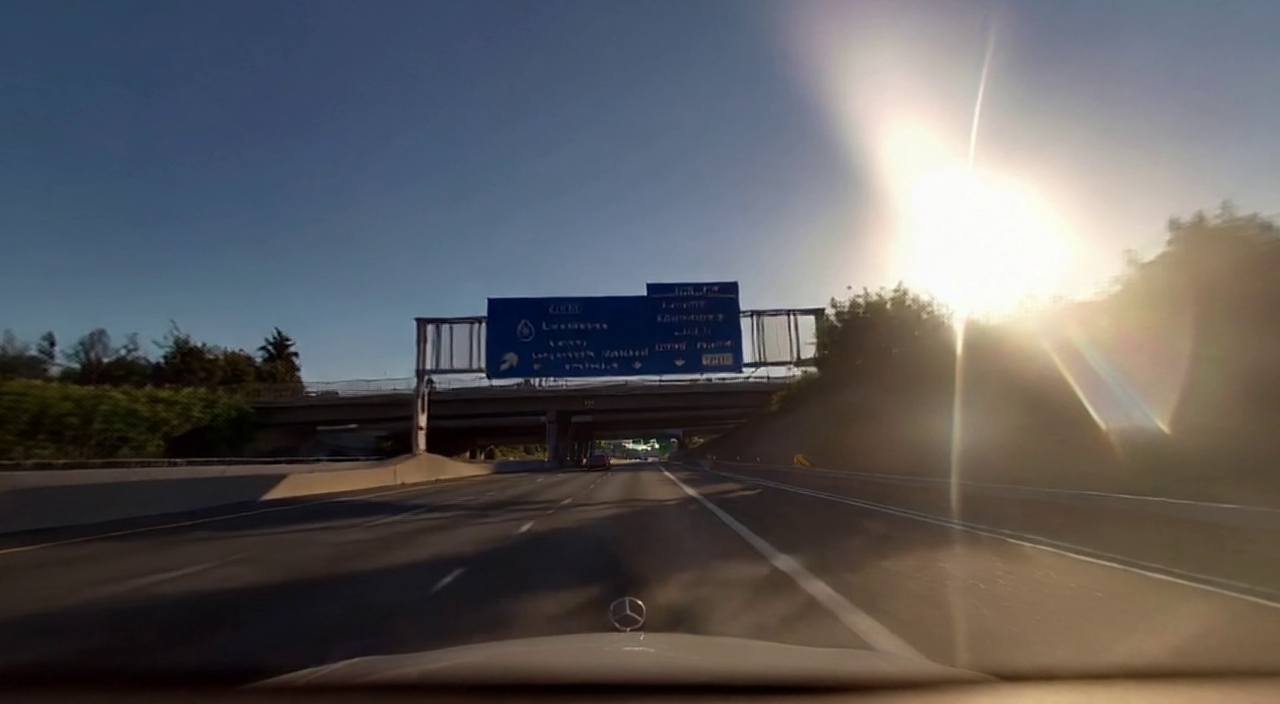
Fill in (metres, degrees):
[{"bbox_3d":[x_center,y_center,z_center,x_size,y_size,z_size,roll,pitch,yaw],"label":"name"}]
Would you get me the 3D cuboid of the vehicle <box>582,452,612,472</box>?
[{"bbox_3d":[-3.321,8.645,49.639,2.041,1.512,3.996,0,-9,0],"label":"vehicle"}]
